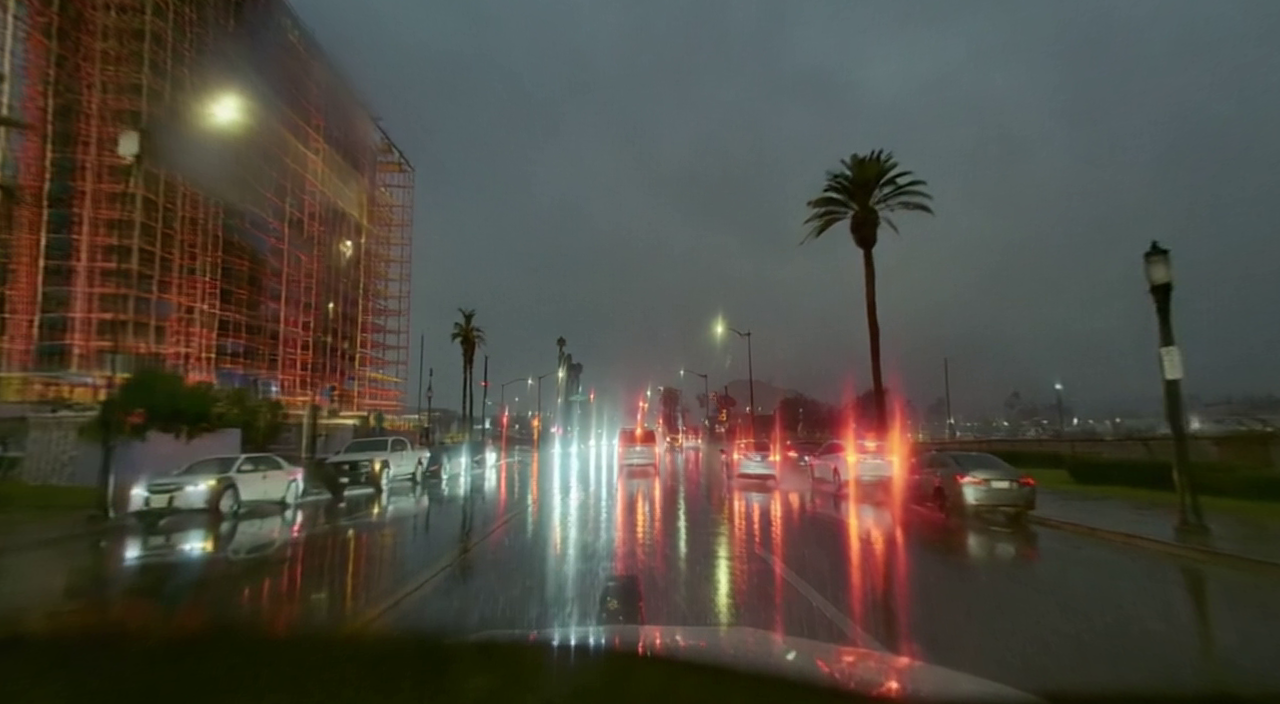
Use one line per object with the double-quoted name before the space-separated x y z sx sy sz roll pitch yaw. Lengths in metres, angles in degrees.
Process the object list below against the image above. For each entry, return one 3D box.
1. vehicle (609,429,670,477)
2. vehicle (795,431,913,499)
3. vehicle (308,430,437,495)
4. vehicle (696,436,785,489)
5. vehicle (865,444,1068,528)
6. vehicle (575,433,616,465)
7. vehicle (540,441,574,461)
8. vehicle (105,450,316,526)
"vehicle" -0.030 4.130 26.057 2.264 1.798 4.258 0 -8 0
"vehicle" 6.290 3.349 19.182 1.886 1.792 4.525 0 -8 -1
"vehicle" -10.045 4.260 24.397 2.294 1.948 6.025 -6 -10 0
"vehicle" 3.025 3.425 19.893 1.999 1.487 3.939 0 -8 -2
"vehicle" 6.439 2.646 13.145 1.819 1.435 4.337 0 -8 -1
"vehicle" -2.687 5.989 39.105 2.180 1.879 4.452 0 -8 1
"vehicle" -6.530 7.805 49.982 2.020 1.486 4.363 0 -8 1
"vehicle" -9.942 3.142 15.225 1.804 1.478 4.734 0 -8 -1
